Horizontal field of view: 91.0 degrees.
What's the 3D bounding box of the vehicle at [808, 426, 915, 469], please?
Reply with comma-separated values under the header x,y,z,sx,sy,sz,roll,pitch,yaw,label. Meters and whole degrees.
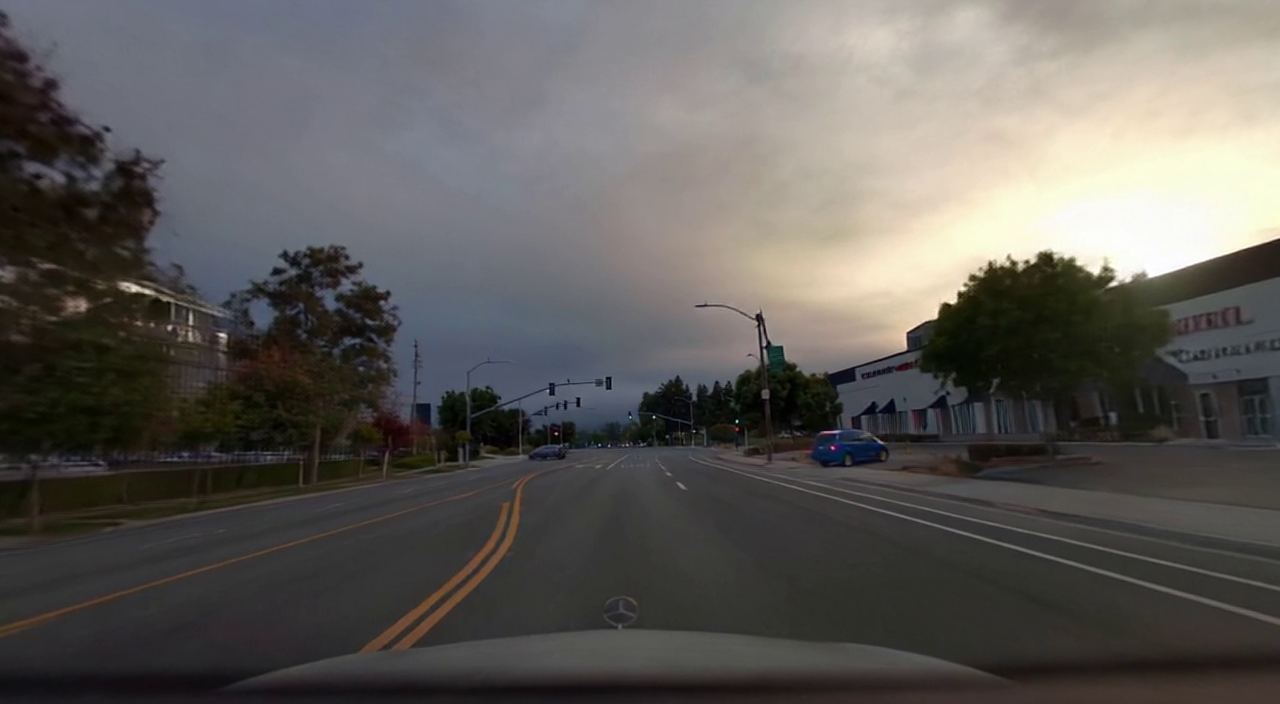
x,y,z,sx,sy,sz,roll,pitch,yaw,label
10.260,4.381,29.089,4.635,1.821,2.087,5,-10,-31,vehicle
